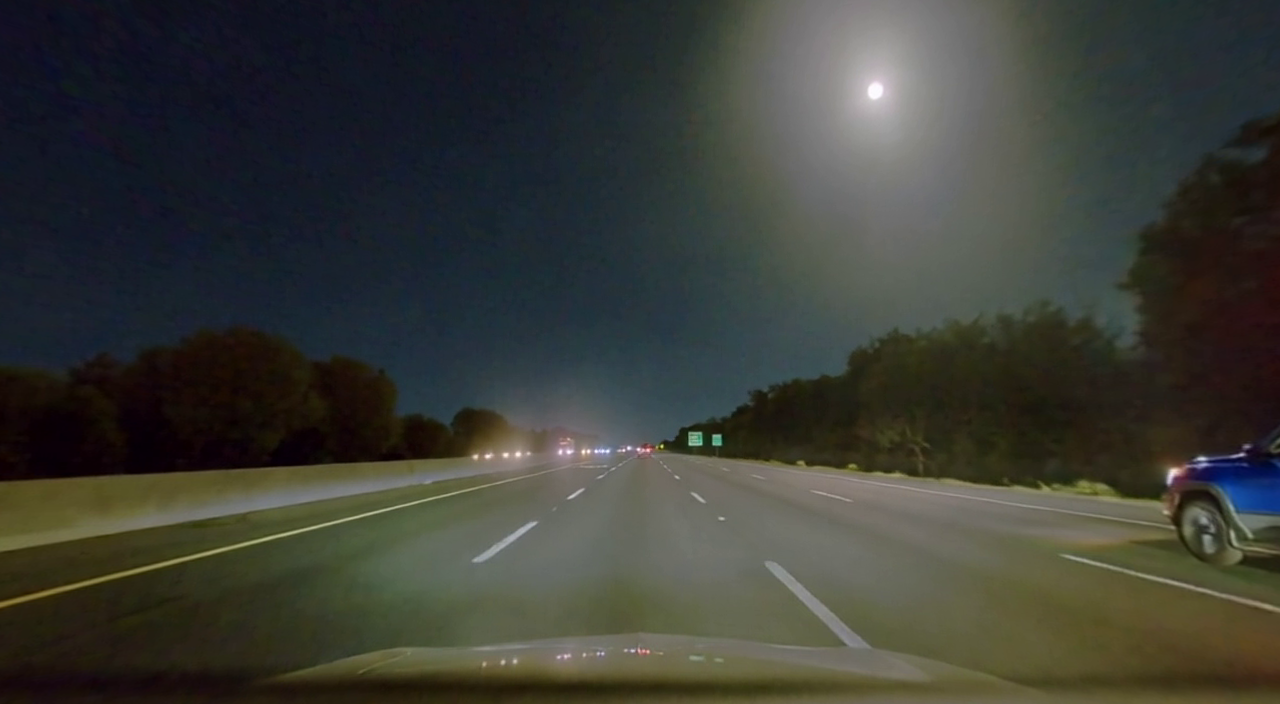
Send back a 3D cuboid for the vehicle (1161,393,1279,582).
[{"bbox_3d":[7.404,1.153,4.969,2.186,1.848,5.136,0,-9,1],"label":"vehicle"}]
